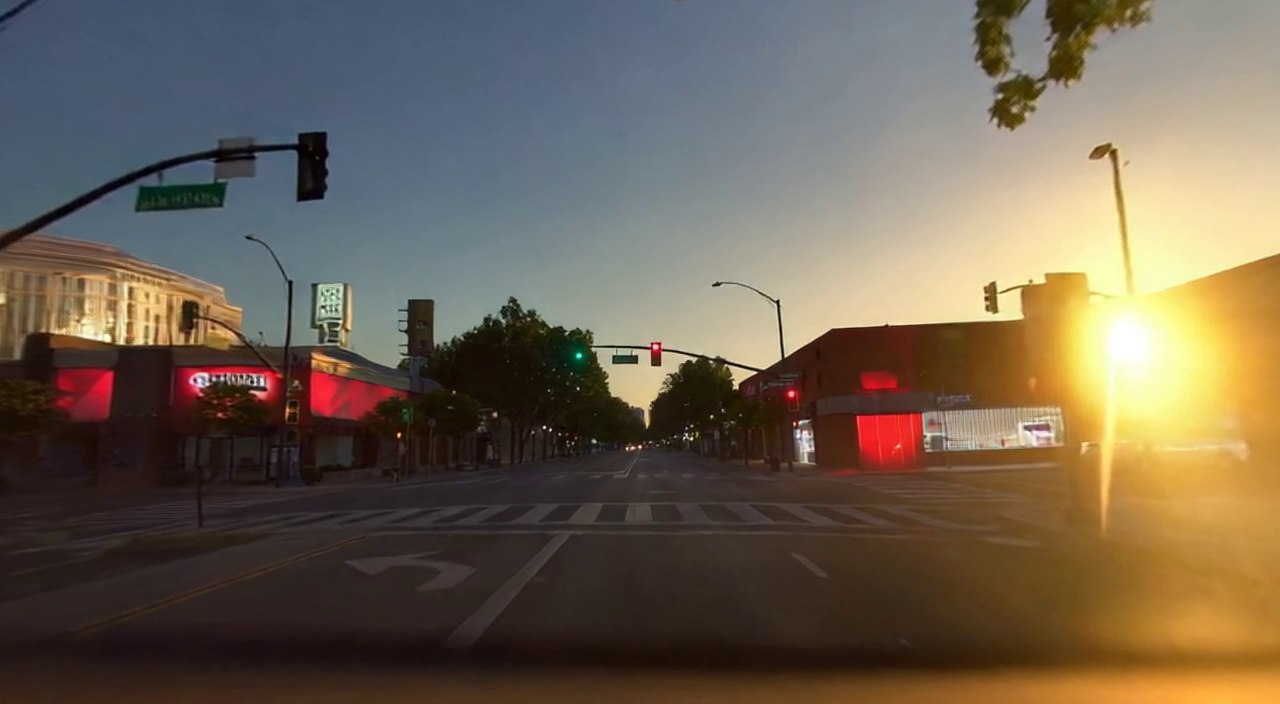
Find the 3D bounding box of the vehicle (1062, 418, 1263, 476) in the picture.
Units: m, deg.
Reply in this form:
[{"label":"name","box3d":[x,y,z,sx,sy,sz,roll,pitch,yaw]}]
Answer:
[{"label":"vehicle","box3d":[17.138,3.145,20.883,4.836,1.795,1.957,0,-9,0]}]
